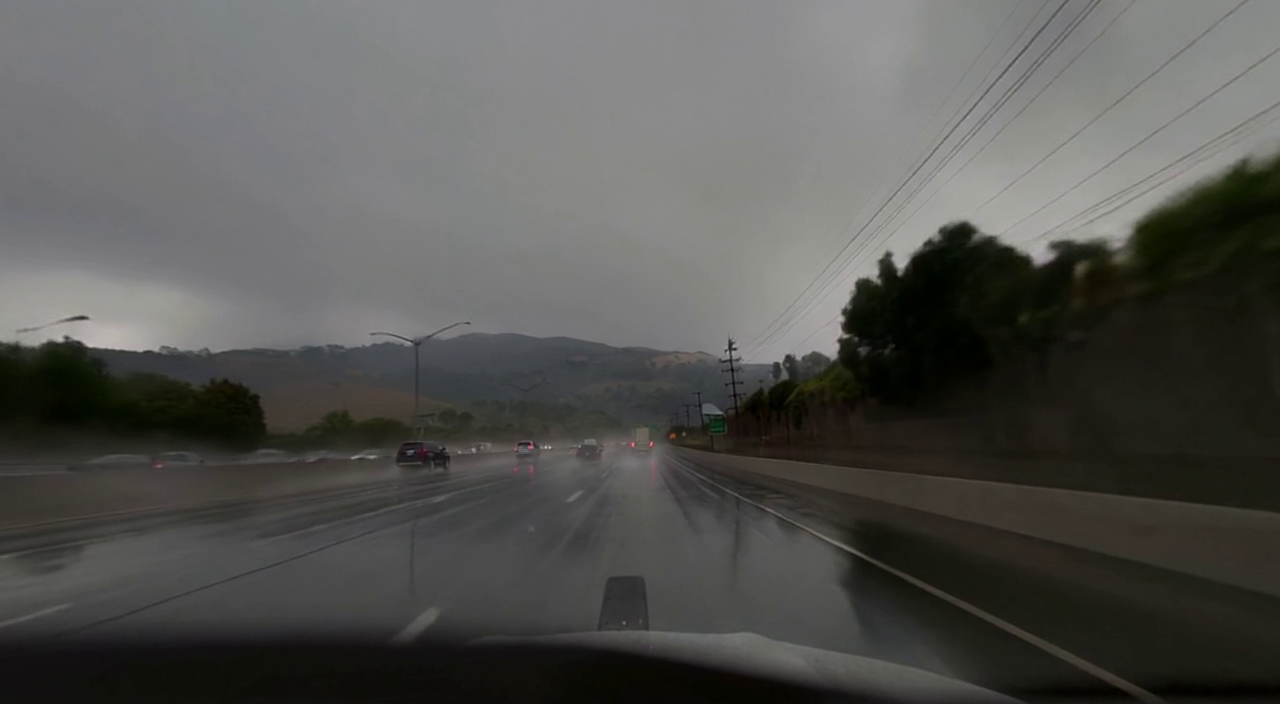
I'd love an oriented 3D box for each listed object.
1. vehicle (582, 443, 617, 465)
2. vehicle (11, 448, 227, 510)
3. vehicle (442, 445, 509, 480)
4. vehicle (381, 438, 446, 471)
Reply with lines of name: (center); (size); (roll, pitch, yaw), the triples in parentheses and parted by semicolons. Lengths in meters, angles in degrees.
vehicle: (-2.728, 7.085, 43.816); (2.064, 1.446, 4.409); (0, -9, 1)
vehicle: (-14.350, 3.478, 17.874); (1.885, 1.474, 4.849); (0, -9, 1)
vehicle: (-7.447, 5.014, 28.986); (1.899, 1.472, 4.202); (0, -9, 1)
vehicle: (-14.347, 6.525, 40.289); (2.172, 1.946, 5.017); (0, -9, 1)
